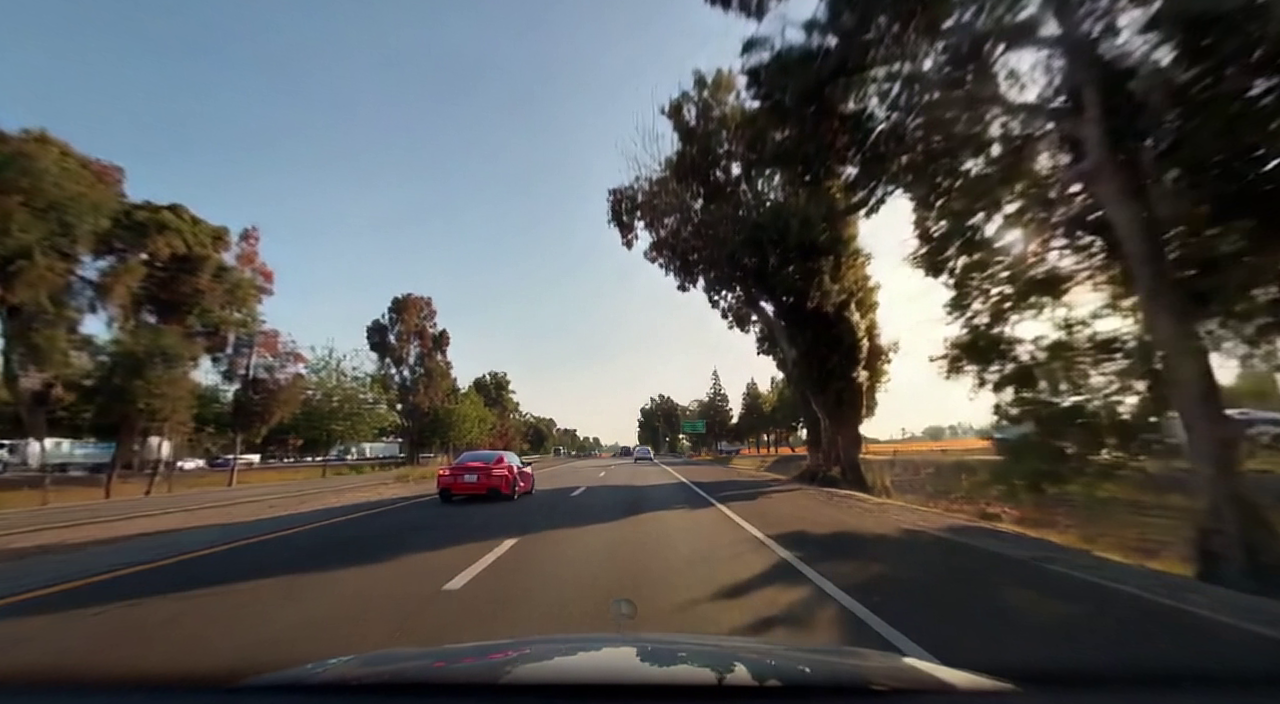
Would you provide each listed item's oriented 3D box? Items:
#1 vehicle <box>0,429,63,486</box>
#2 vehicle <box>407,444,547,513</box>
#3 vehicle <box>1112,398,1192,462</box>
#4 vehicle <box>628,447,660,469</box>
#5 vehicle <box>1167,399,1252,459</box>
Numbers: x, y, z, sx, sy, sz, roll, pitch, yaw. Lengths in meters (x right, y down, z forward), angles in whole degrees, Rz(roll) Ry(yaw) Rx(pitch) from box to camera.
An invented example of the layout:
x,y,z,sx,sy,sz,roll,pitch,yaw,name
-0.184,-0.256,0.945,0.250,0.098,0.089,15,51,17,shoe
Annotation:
x,y,z,sx,sy,sz,roll,pitch,yaw,name
-48.530,8.054,47.825,2.886,4.111,6.848,-3,-8,1,vehicle
-3.840,3.072,15.875,2.170,1.451,4.584,0,-9,2,vehicle
38.408,5.664,47.031,2.804,4.067,14.345,-12,-12,43,vehicle
0.259,7.191,42.958,2.079,1.450,3.942,0,-9,0,vehicle
38.074,5.247,41.915,12.517,3.468,2.964,8,-12,-43,vehicle
